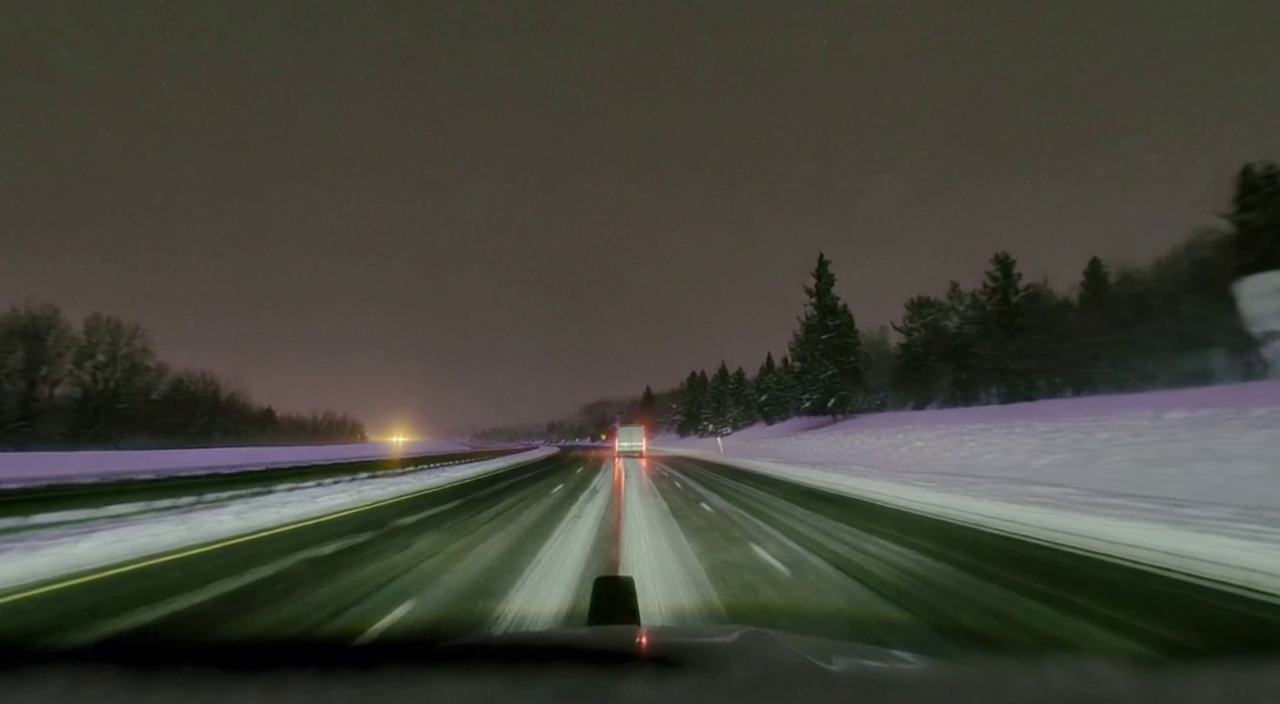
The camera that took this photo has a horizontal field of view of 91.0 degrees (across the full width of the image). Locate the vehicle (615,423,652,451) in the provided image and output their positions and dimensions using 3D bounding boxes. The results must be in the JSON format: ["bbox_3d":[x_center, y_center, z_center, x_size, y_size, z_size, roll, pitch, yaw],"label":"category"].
[{"bbox_3d":[-0.488,5.440,40.319,2.157,1.647,4.524,0,-8,-3],"label":"vehicle"}]
